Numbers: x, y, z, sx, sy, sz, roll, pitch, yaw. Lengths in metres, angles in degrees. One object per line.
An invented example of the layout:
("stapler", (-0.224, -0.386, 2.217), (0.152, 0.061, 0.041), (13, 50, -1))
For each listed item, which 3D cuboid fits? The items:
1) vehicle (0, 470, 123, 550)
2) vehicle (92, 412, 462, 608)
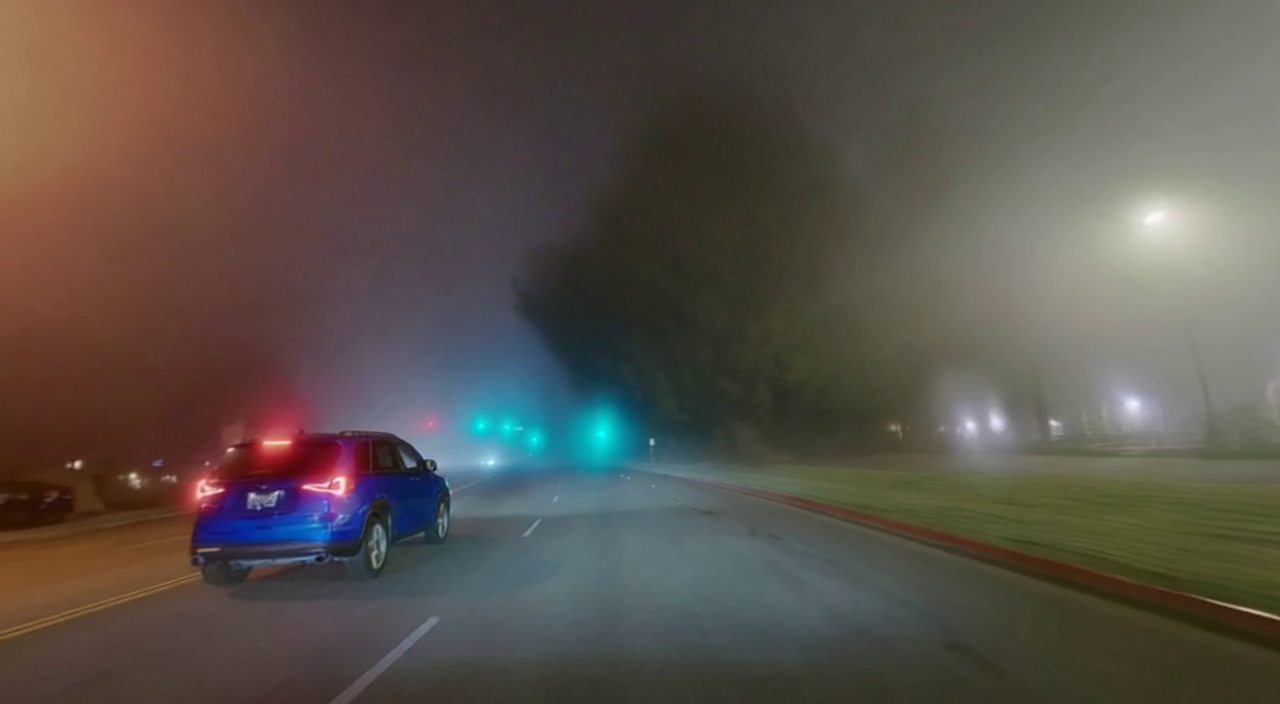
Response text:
("vehicle", (-14.629, 3.759, 14.739), (1.878, 1.505, 4.435), (-8, -7, -9))
("vehicle", (-3.975, 1.800, 8.115), (2.175, 1.772, 4.442), (0, -9, -2))
